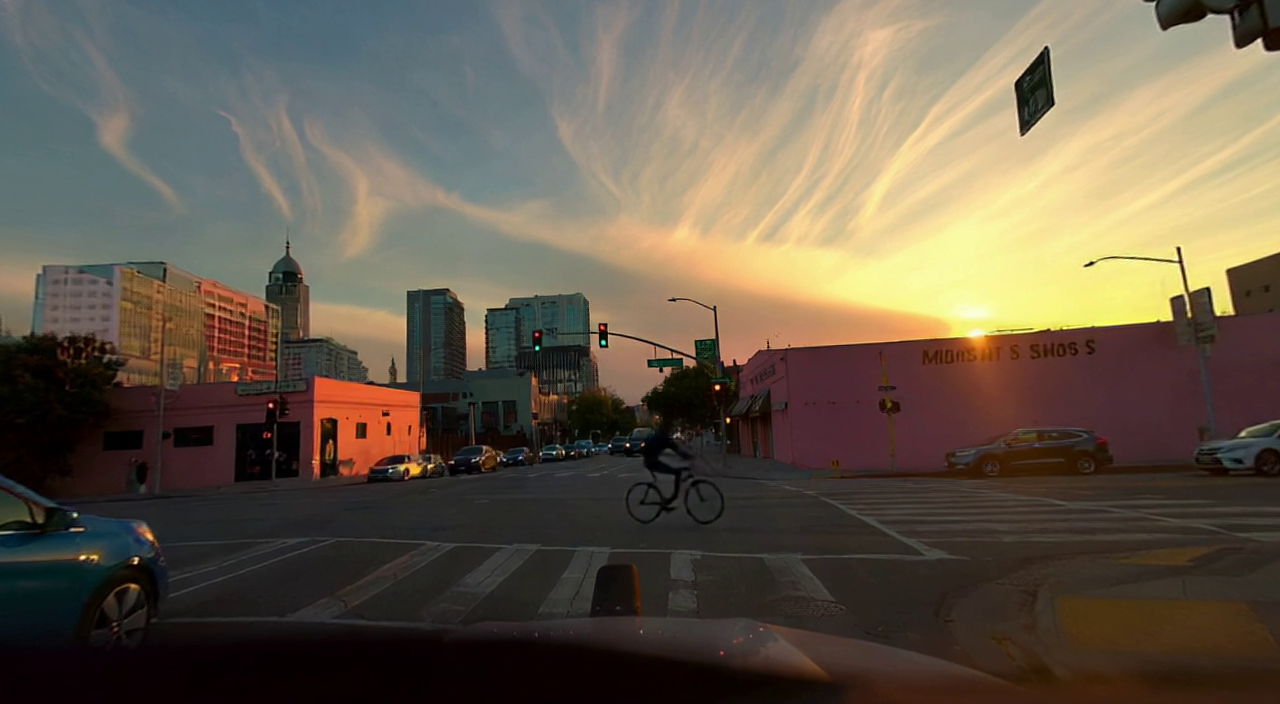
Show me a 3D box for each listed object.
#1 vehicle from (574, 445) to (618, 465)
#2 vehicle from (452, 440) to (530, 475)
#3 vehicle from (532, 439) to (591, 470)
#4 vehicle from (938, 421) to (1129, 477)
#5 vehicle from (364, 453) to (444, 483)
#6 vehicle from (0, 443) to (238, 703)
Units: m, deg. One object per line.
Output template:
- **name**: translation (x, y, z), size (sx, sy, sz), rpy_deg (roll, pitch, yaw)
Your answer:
- **vehicle**: translation (-3.024, 7.188, 44.115), size (1.743, 1.362, 4.350), rpy_deg (-2, -9, 14)
- **vehicle**: translation (-8.388, 5.978, 36.054), size (2.152, 1.825, 5.406), rpy_deg (-2, -9, 12)
- **vehicle**: translation (-4.501, 5.980, 36.868), size (1.928, 1.647, 4.575), rpy_deg (-2, -9, 13)
- **vehicle**: translation (11.574, 2.892, 18.802), size (4.355, 1.546, 1.820), rpy_deg (-1, -9, 6)
- **vehicle**: translation (-12.569, 6.177, 33.898), size (1.976, 1.425, 4.567), rpy_deg (-1, -9, 9)
- **vehicle**: translation (-3.671, 0.977, 2.153), size (1.759, 1.325, 4.295), rpy_deg (0, -9, 0)
